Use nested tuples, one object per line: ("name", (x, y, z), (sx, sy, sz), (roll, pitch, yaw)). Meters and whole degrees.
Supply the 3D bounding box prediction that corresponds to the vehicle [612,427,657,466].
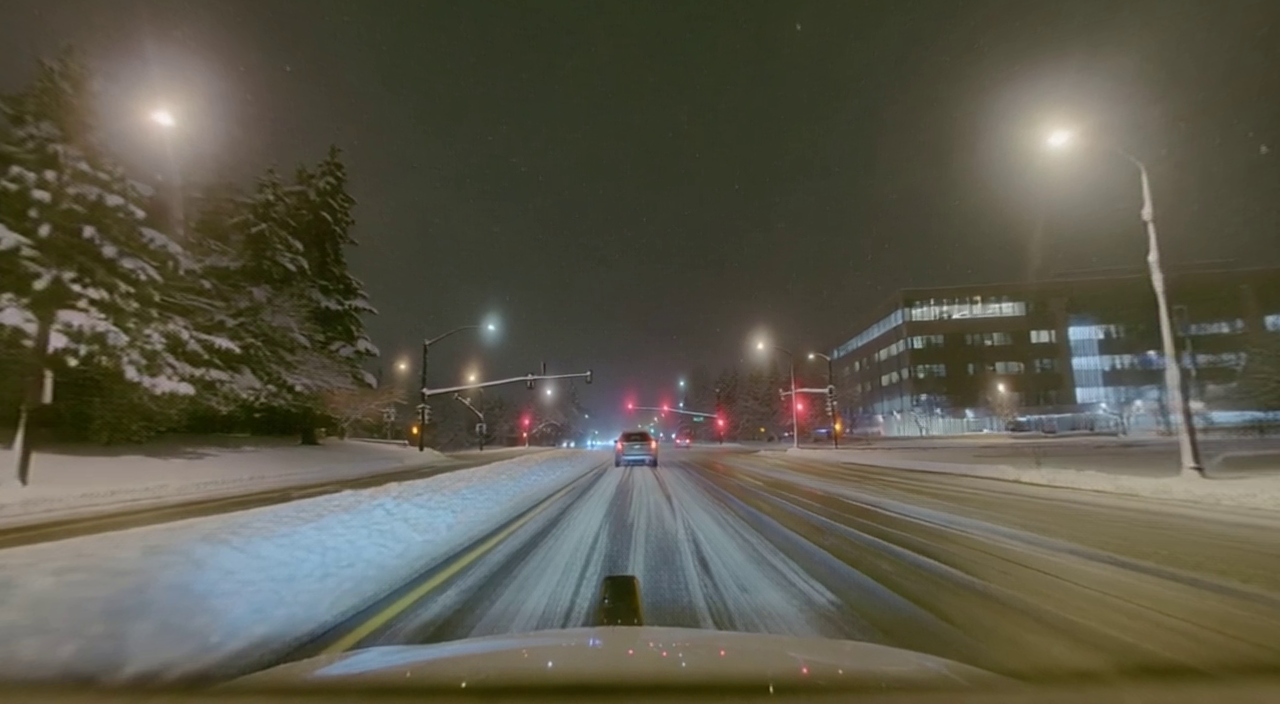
("vehicle", (-0.299, 5.074, 34.017), (2.267, 1.926, 4.708), (0, -9, -1))
